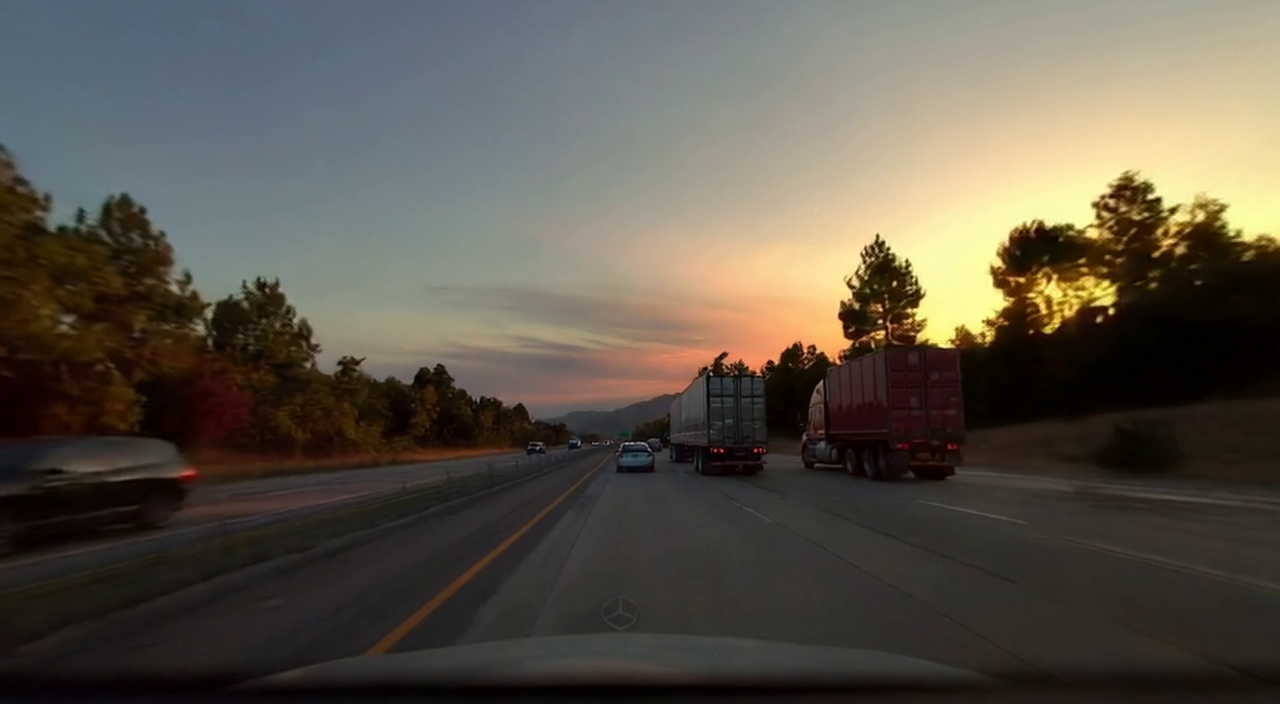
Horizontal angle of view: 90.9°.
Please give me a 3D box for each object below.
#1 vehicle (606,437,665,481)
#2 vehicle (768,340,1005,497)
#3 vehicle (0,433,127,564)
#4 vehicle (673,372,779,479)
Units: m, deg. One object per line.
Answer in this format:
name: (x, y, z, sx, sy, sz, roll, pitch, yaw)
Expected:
vehicle: (-0.207, 3.953, 23.660, 2.038, 1.477, 3.773, 0, -8, -2)
vehicle: (7.894, 2.661, 23.628, 2.876, 4.111, 14.145, 0, -8, -1)
vehicle: (-8.282, 1.673, 7.146, 1.841, 1.488, 3.664, 0, -8, -1)
vehicle: (3.671, 3.740, 31.249, 2.888, 4.099, 14.183, 0, -8, -2)
